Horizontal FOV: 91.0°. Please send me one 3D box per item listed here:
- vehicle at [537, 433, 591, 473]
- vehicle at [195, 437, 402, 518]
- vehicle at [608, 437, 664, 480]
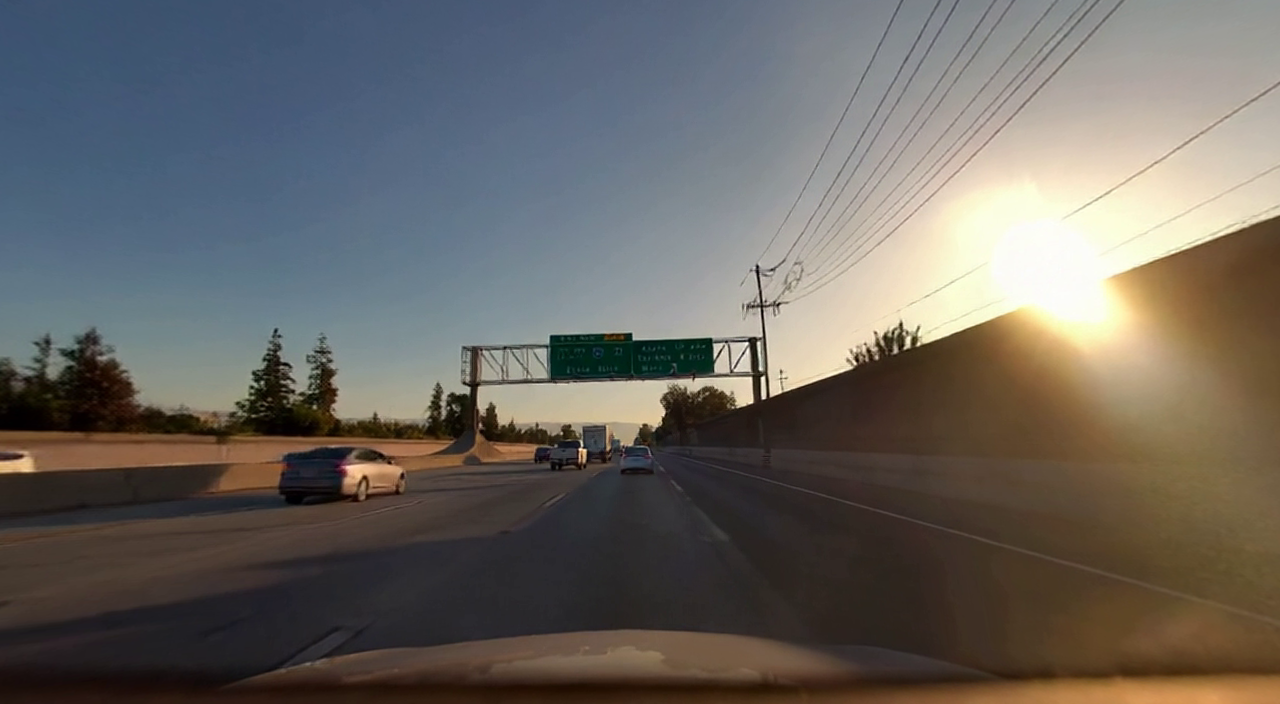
[{"bbox_3d":[-3.766,5.129,32.042,2.109,1.840,4.614,0,-9,1],"label":"vehicle"},{"bbox_3d":[-7.293,2.704,14.150,2.025,1.510,4.582,0,-9,1],"label":"vehicle"},{"bbox_3d":[-0.155,4.478,26.696,2.178,1.640,4.071,0,-9,0],"label":"vehicle"}]
